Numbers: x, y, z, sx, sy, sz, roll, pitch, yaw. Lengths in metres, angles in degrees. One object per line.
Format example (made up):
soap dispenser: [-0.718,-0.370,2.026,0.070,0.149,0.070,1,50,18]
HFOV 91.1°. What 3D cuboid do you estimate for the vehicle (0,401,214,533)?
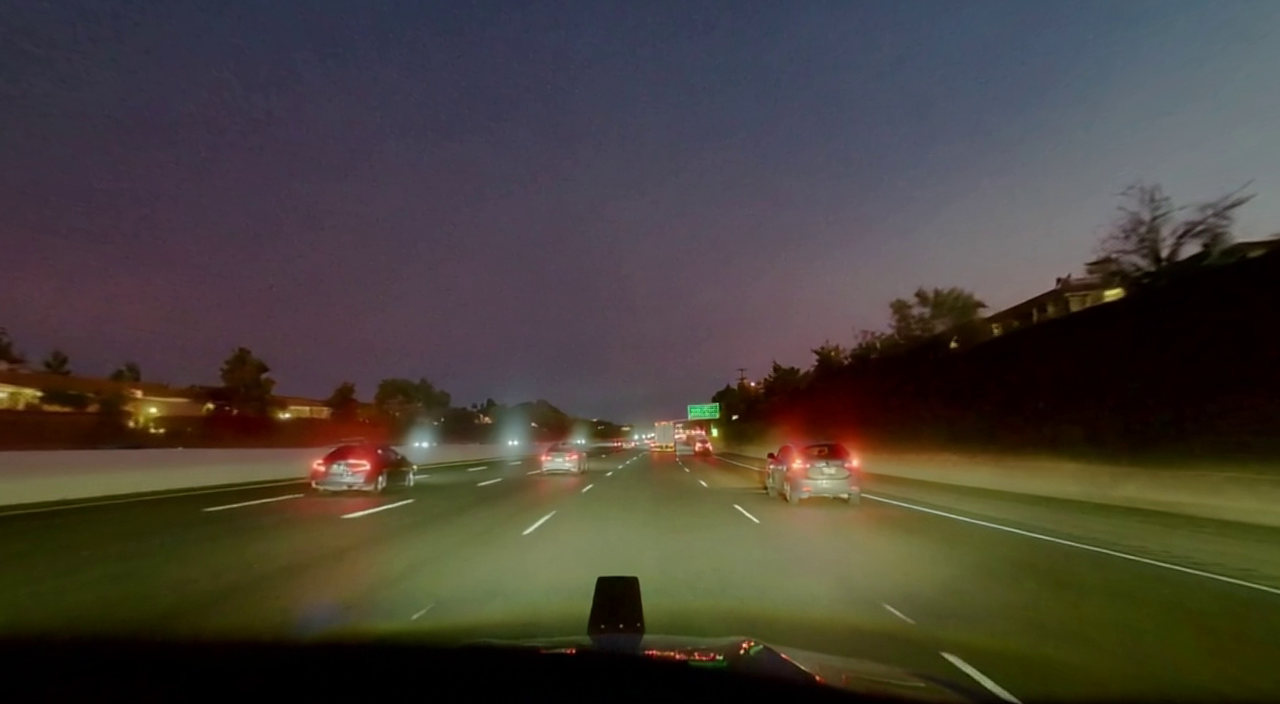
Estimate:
vehicle: [-10.783,2.096,11.859,2.131,2.006,4.550,0,-8,1]

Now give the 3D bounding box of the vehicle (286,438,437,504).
vehicle: [-6.952,2.989,16.235,1.909,1.482,4.140,0,-8,1]

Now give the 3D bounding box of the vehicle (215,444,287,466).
vehicle: [-26.972,7.139,43.719,1.837,1.464,4.699,-1,-8,3]

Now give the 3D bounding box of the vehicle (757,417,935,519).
vehicle: [3.926,2.321,13.026,2.108,1.709,4.703,0,-8,0]

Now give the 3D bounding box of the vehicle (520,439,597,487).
vehicle: [-2.698,3.779,21.713,1.947,1.479,4.114,0,-8,2]
